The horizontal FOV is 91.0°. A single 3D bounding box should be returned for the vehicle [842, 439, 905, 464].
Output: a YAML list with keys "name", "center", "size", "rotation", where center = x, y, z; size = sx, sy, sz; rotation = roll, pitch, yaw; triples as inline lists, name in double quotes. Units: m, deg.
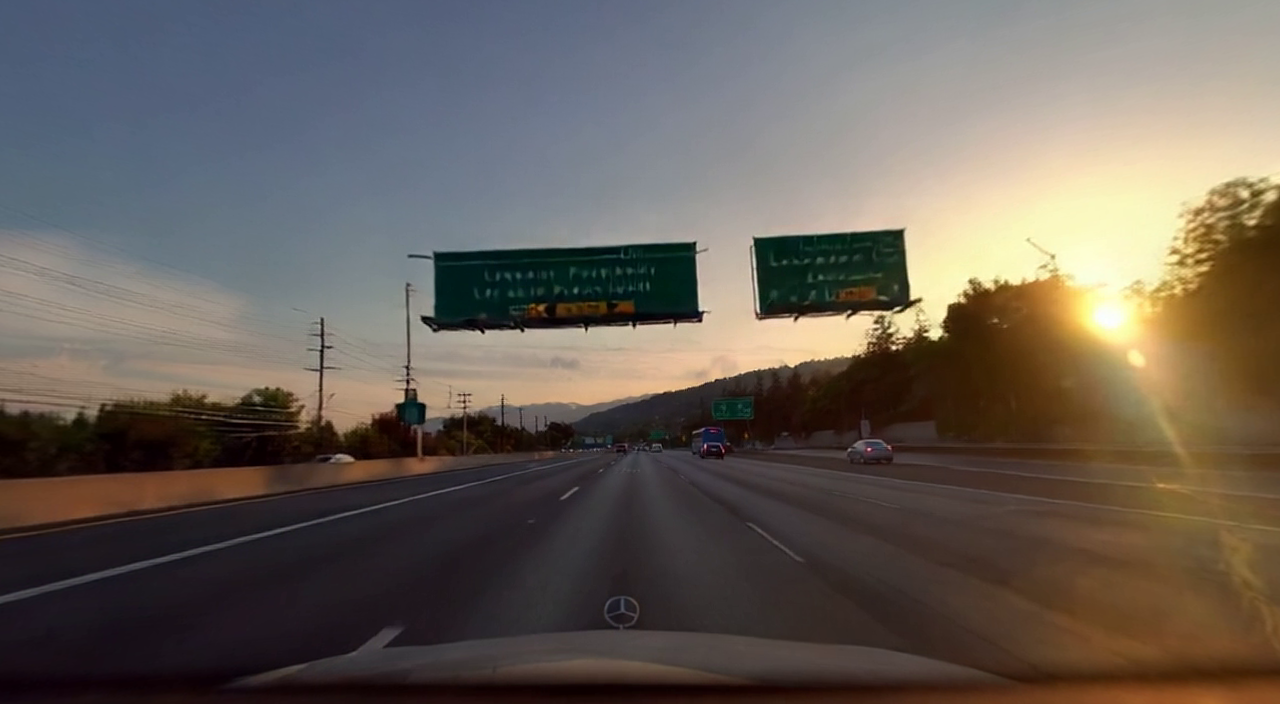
- name: "vehicle"
  center: [14.566, 6.226, 39.513]
  size: [2.089, 1.484, 4.573]
  rotation: [0, -8, -1]
